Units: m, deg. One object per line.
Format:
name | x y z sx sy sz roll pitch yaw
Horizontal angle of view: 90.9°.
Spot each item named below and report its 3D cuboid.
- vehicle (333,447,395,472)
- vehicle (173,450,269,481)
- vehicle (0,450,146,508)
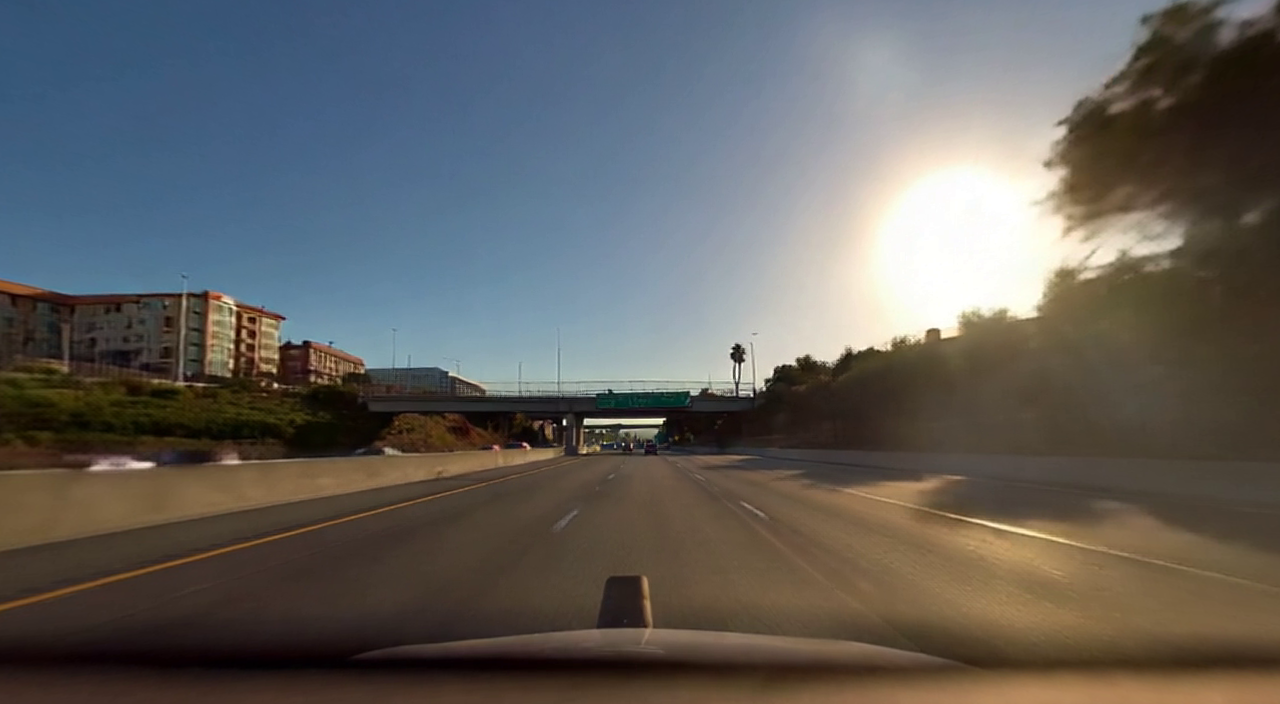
vehicle | -17.441 6.806 40.091 2.011 1.483 4.163 0 -8 1
vehicle | -21.498 5.819 32.635 1.848 1.430 4.468 0 -8 1
vehicle | -17.582 3.676 18.770 2.042 1.464 4.538 -1 -8 1
